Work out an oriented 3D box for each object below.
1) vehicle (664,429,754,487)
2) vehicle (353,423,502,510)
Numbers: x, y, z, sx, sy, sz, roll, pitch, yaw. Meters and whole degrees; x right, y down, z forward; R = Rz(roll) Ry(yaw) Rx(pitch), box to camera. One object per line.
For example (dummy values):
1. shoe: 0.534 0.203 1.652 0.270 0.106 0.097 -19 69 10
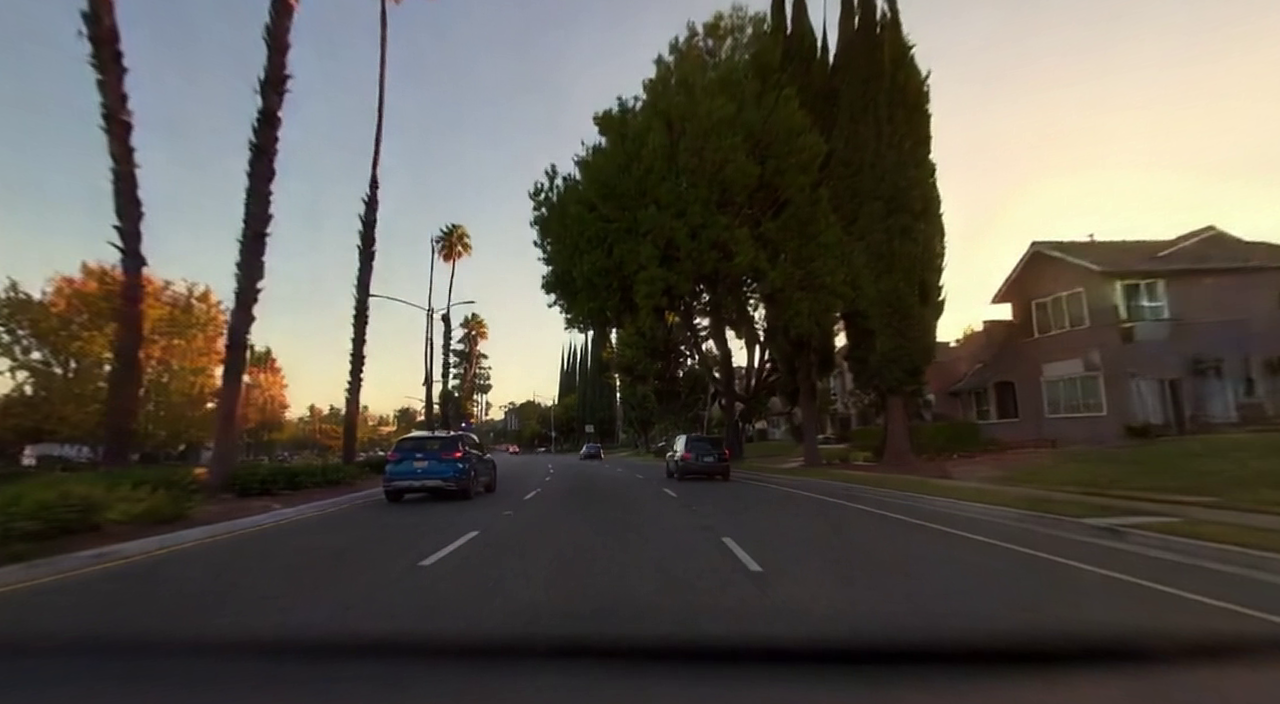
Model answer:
1. vehicle: 2.269 3.683 22.199 2.195 1.804 4.658 1 -9 -6
2. vehicle: -4.915 2.720 15.402 2.150 1.768 4.868 1 -8 -3
